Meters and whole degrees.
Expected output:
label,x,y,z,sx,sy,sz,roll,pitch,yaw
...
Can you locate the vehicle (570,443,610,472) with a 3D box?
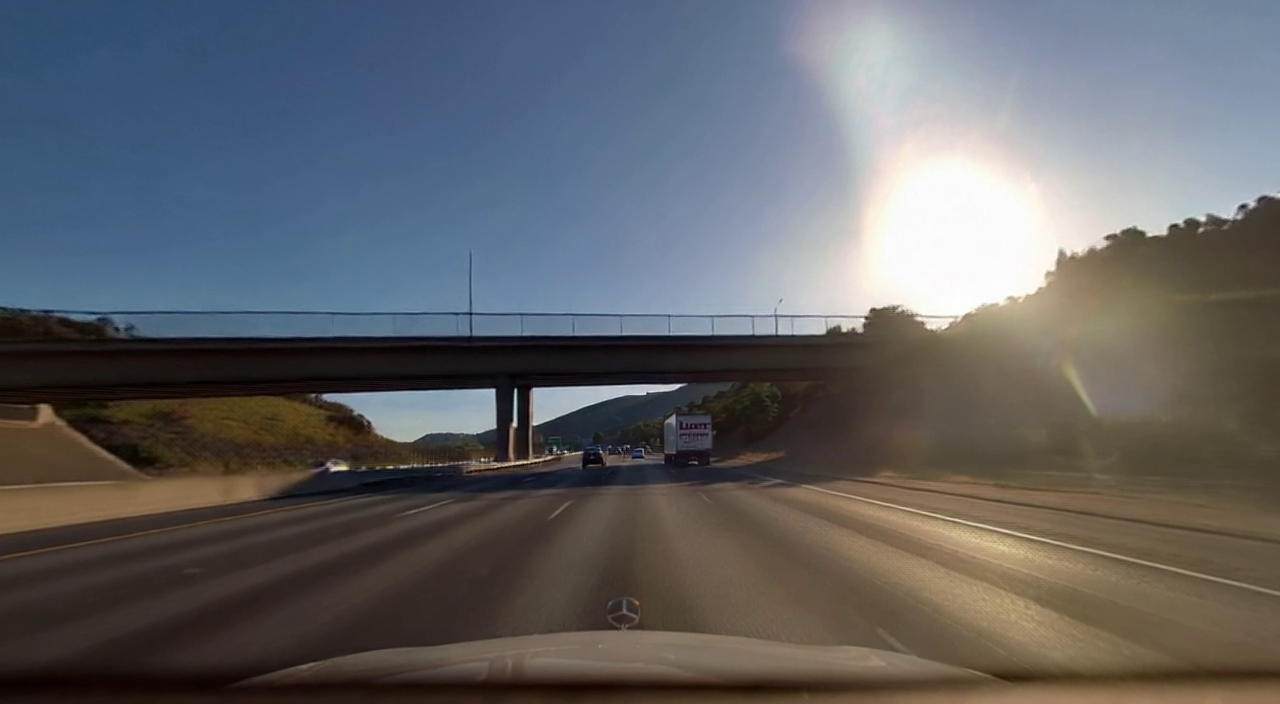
label,x,y,z,sx,sy,sz,roll,pitch,yaw
vehicle,-2.942,6.405,38.356,2.052,1.654,4.303,0,-9,0
